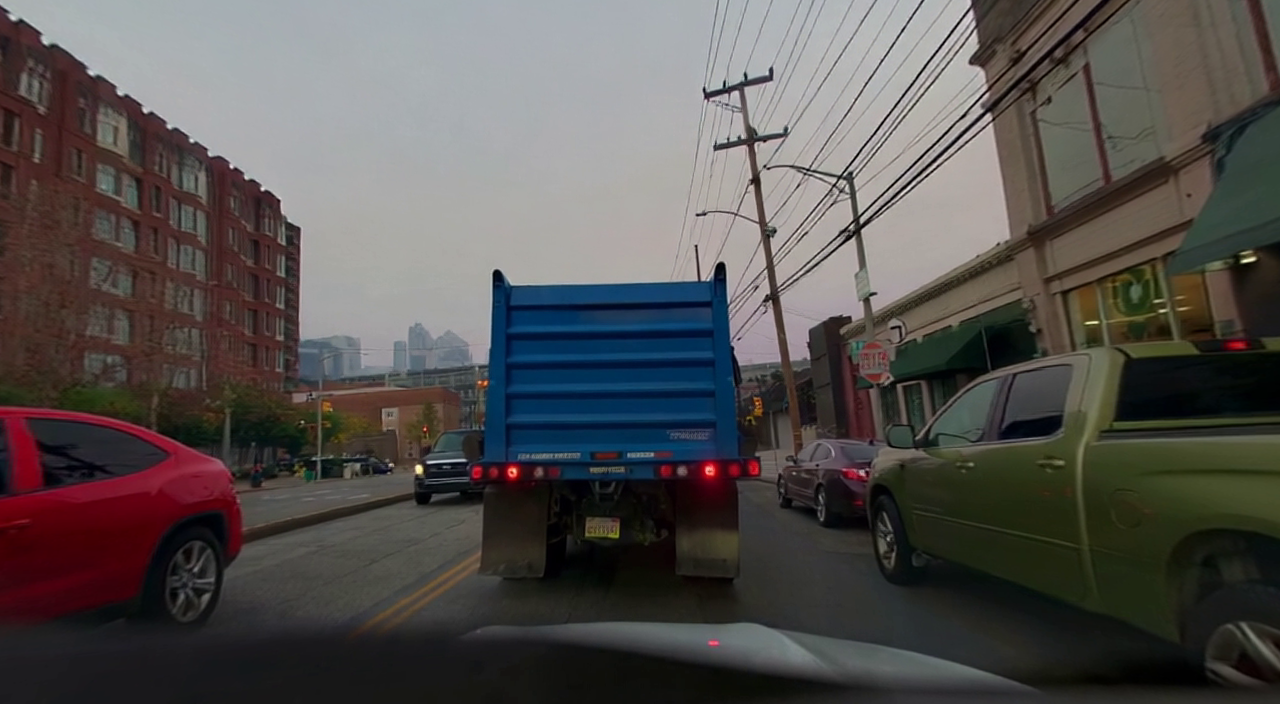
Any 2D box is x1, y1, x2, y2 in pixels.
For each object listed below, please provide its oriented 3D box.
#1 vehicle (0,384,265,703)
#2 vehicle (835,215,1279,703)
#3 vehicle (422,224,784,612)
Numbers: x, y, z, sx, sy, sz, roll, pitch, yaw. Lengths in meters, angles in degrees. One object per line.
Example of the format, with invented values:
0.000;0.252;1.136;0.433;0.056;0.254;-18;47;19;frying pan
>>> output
-4.124;0.969;2.920;1.988;1.657;4.492;0;-8;0;vehicle
3.231;0.837;3.949;2.242;1.979;5.722;0;-8;1;vehicle
-0.246;1.088;9.327;2.878;3.204;8.244;0;-8;1;vehicle
